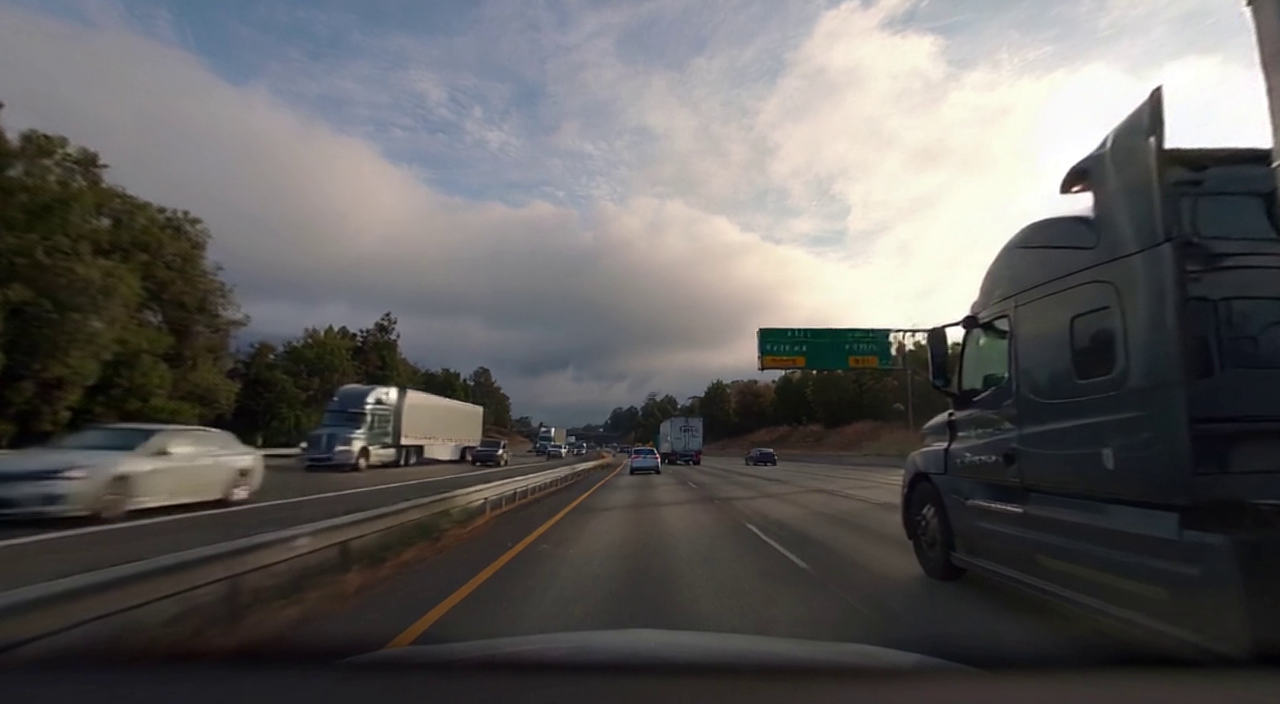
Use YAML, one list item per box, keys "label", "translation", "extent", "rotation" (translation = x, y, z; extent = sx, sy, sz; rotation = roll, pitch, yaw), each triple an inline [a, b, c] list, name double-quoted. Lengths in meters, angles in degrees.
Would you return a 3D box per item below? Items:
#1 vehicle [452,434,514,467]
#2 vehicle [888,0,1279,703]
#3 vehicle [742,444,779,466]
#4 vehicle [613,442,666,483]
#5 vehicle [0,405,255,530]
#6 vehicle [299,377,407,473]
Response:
- label: "vehicle"
  translation: [-7.982, 5.063, 32.386]
  extent: [2.003, 1.558, 4.213]
  rotation: [0, -9, 1]
- label: "vehicle"
  translation: [3.612, 0.149, 1.813]
  extent: [2.975, 2.936, 6.573]
  rotation: [0, -9, -1]
- label: "vehicle"
  translation: [9.474, 8.118, 49.815]
  extent: [1.902, 1.652, 3.995]
  rotation: [0, -9, -2]
- label: "vehicle"
  translation: [-0.029, 4.695, 26.970]
  extent: [2.111, 1.599, 3.859]
  rotation: [0, -9, 0]
- label: "vehicle"
  translation: [-7.868, 1.666, 9.451]
  extent: [1.740, 1.474, 3.855]
  rotation: [0, -9, -1]
- label: "vehicle"
  translation: [-12.179, 3.178, 27.087]
  extent: [3.045, 3.890, 2.977]
  rotation: [0, -9, 0]
